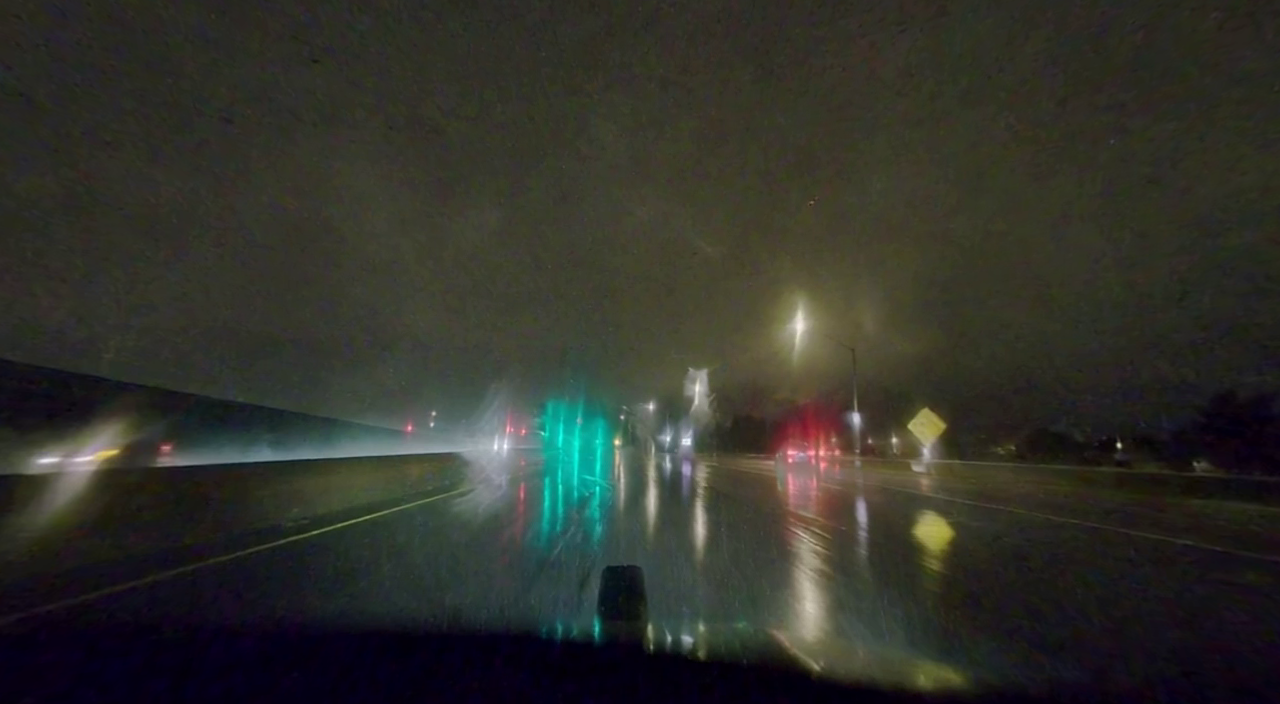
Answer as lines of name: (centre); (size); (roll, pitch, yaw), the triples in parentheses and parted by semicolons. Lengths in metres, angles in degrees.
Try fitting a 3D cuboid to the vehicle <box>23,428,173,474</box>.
vehicle: (-23.241, 4.283, 27.272); (2.093, 1.798, 4.981); (0, -9, -1)
